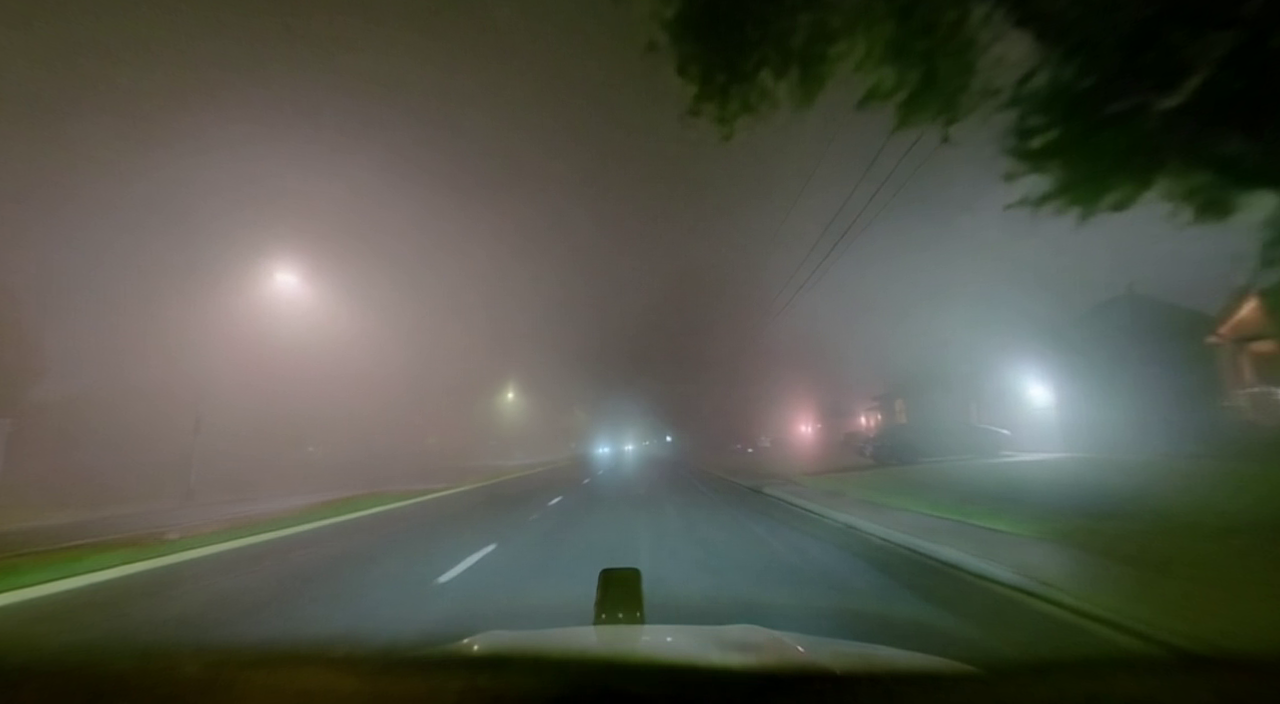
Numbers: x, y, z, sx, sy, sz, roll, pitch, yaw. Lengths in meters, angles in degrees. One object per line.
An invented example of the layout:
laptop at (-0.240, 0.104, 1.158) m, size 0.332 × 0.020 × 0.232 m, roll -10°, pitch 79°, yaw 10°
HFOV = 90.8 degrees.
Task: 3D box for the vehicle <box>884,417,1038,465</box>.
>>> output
vehicle at (11.727, 3.285, 23.348) m, size 4.545 × 1.680 × 2.001 m, roll -1°, pitch -9°, yaw 4°

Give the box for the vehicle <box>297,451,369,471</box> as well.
vehicle at (-24.059, 8.560, 49.595) m, size 4.595 × 1.491 × 1.902 m, roll 0°, pitch -9°, yaw -1°
